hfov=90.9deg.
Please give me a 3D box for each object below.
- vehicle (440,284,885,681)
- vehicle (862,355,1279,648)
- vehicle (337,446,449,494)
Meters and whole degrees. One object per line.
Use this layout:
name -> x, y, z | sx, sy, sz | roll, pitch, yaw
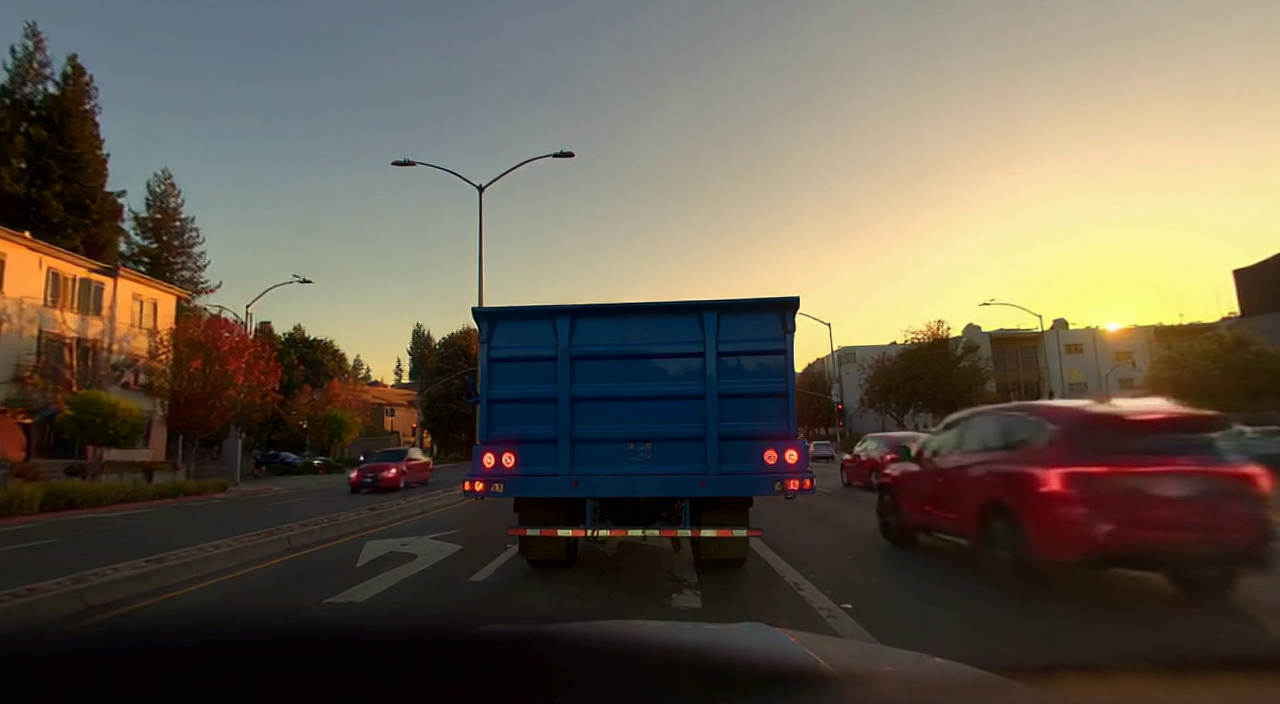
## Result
vehicle -> 0.260, 1.272, 7.394 | 2.650, 2.391, 7.008 | -1, -8, 2
vehicle -> 4.216, 1.299, 6.509 | 2.066, 1.910, 4.606 | 0, -8, -1
vehicle -> -8.411, 4.030, 22.016 | 2.006, 1.479, 4.643 | -1, -8, 1
